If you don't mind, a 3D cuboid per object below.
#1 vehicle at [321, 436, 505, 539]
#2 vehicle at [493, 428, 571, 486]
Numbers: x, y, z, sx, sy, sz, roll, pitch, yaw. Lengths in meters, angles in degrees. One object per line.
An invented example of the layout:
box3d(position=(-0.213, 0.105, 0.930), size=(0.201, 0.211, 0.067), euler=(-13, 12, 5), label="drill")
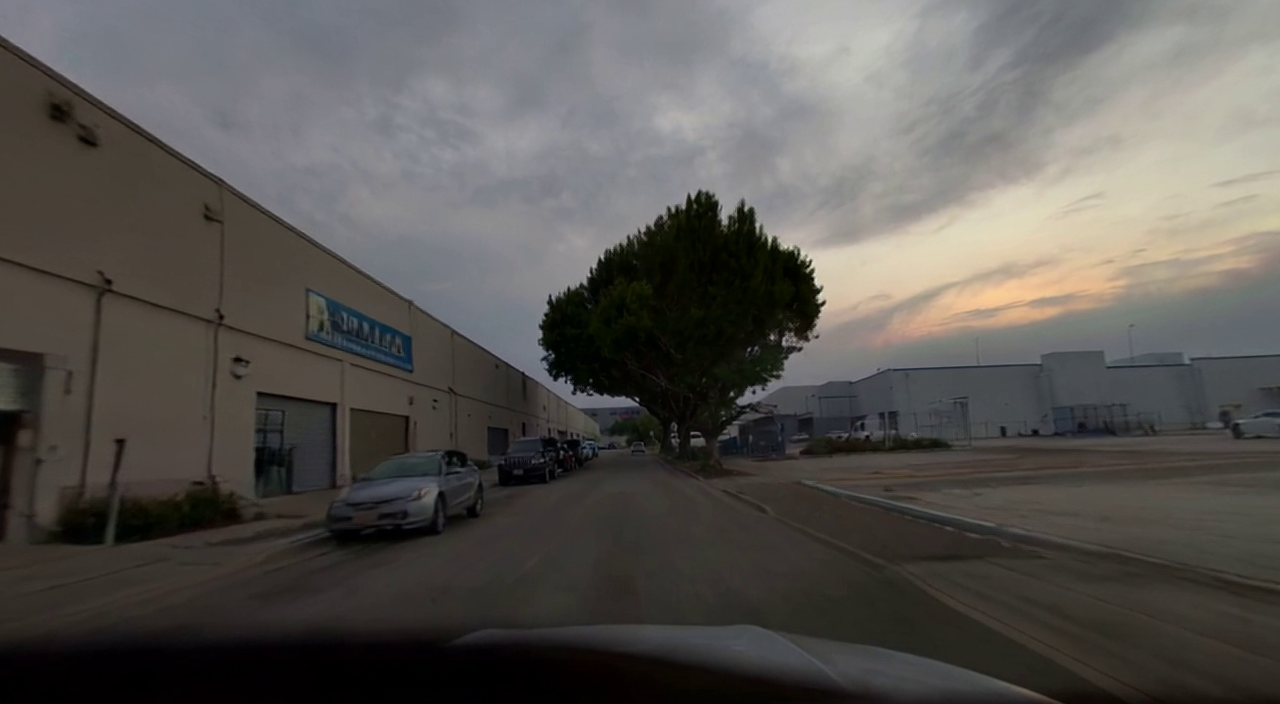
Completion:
box3d(position=(-4.151, 2.552, 12.391), size=(2.040, 1.501, 4.440), euler=(-4, -9, -1), label="vehicle")
box3d(position=(-4.021, 4.078, 24.356), size=(2.161, 1.843, 5.181), euler=(-4, -10, -2), label="vehicle")
